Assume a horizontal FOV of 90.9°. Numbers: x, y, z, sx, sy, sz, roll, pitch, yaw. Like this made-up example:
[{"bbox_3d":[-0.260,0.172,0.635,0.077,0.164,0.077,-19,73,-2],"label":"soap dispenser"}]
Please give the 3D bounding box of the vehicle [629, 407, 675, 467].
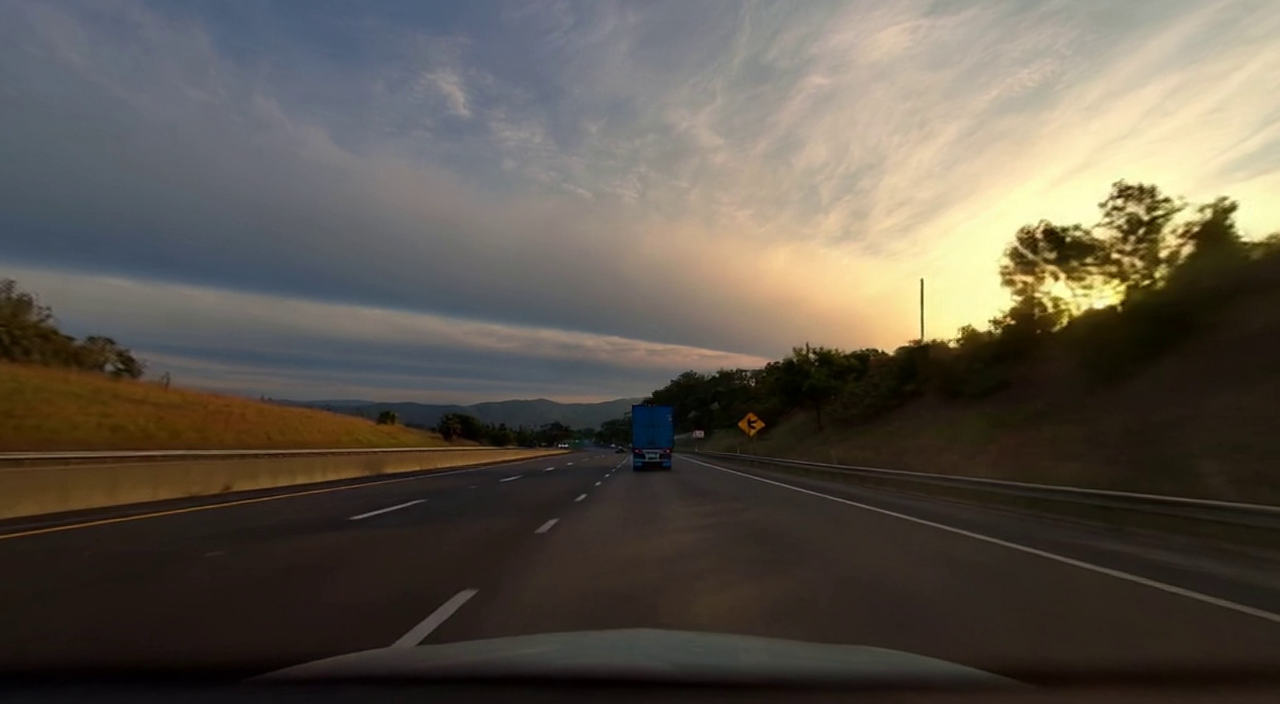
[{"bbox_3d":[0.730,6.595,48.047,3.055,4.009,10.972,0,-9,-1],"label":"vehicle"}]
